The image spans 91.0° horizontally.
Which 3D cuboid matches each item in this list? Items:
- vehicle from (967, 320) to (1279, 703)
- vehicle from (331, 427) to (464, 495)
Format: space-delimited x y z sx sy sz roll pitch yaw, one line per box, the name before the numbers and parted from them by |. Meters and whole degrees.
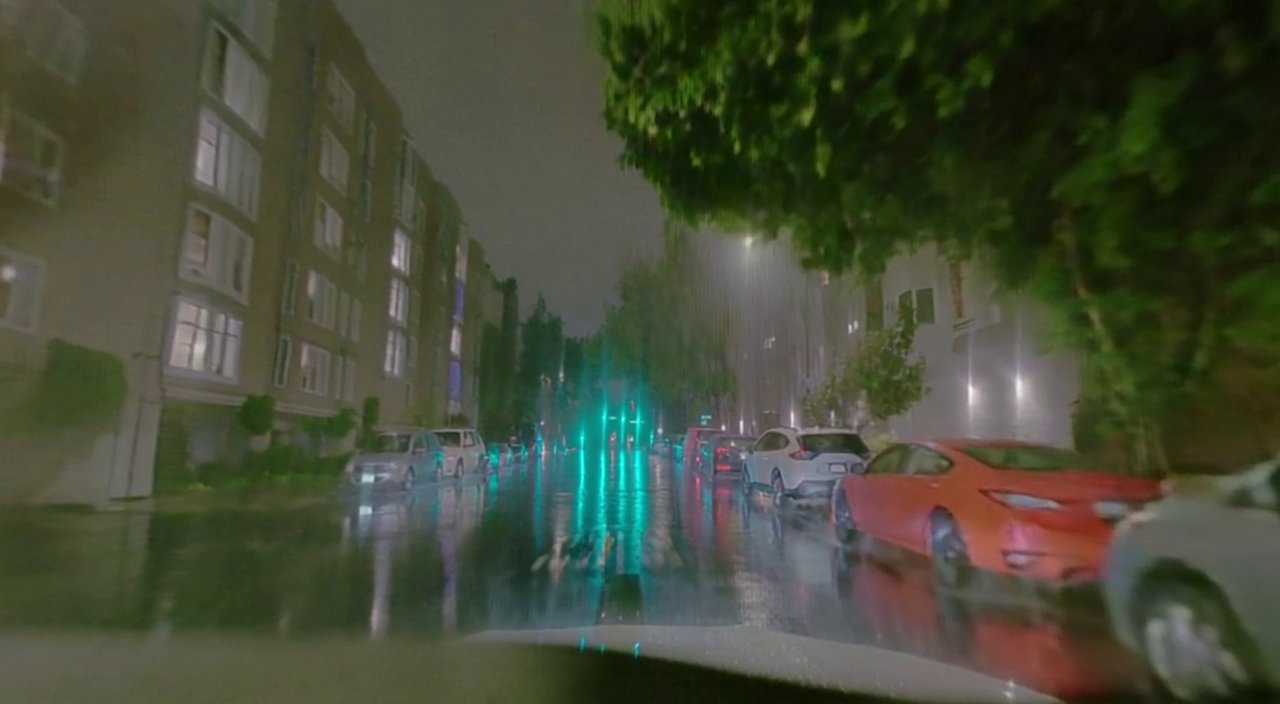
vehicle | 4.119 0.771 2.366 2.365 1.970 6.011 0 -9 -2
vehicle | -7.668 3.587 20.697 2.384 1.781 5.492 -3 -10 -2
